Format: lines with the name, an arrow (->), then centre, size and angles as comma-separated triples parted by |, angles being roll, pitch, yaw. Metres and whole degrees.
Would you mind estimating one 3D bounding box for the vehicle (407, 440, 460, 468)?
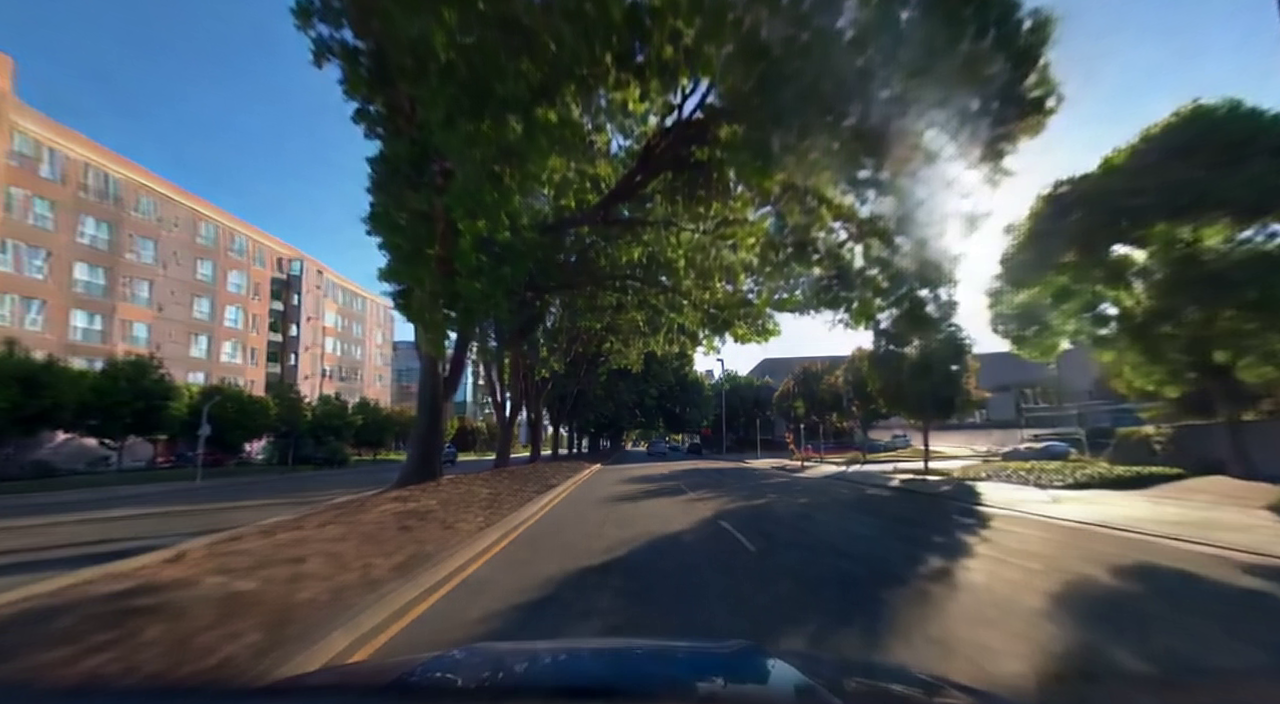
vehicle -> -15.507, 7.694, 47.772 | 2.141, 1.942, 5.474 | 0, -8, 0
